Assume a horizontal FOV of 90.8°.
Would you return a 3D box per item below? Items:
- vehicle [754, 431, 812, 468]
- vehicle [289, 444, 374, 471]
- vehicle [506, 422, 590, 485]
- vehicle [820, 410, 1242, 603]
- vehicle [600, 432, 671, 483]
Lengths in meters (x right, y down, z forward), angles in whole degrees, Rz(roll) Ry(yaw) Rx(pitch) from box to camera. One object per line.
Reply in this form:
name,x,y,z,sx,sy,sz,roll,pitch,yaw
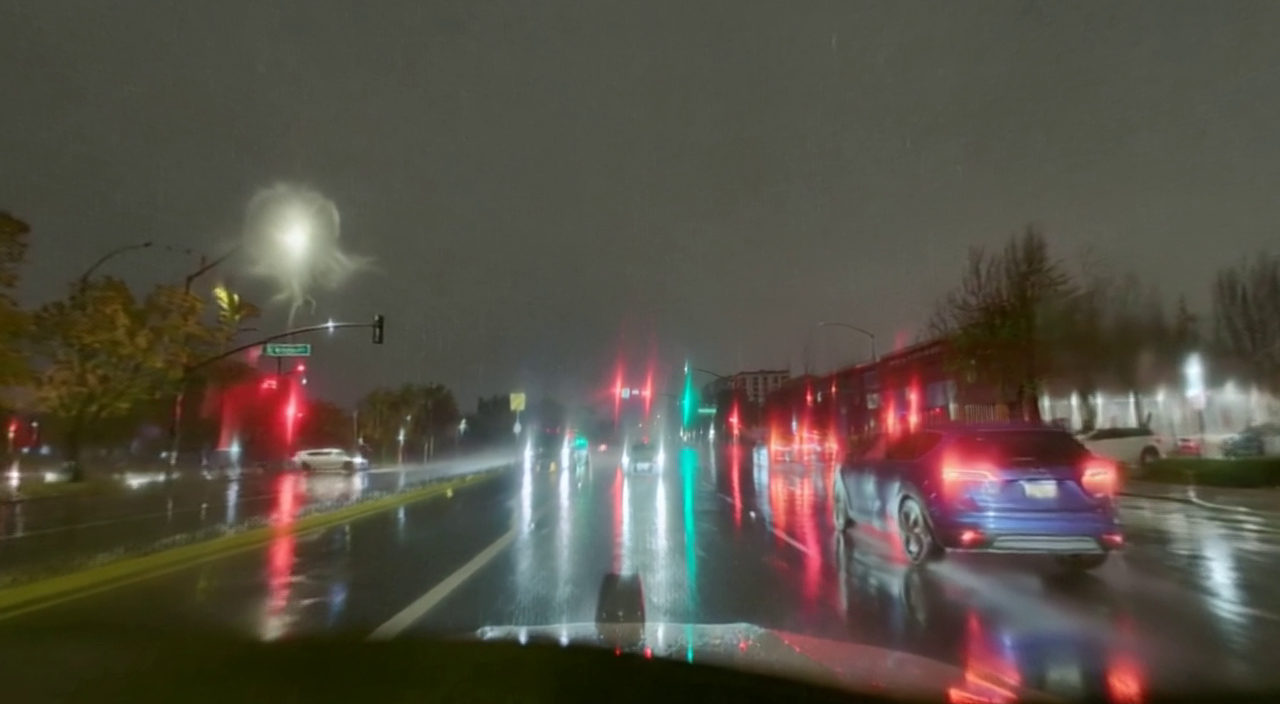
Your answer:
vehicle,7.074,4.868,31.637,1.894,1.693,4.110,0,-8,-1
vehicle,-19.173,6.536,39.299,4.561,1.588,1.832,4,-10,-29
vehicle,-2.870,3.317,20.877,2.064,1.825,4.760,0,-8,0
vehicle,3.668,1.515,7.144,1.861,1.473,4.393,0,-8,-2
vehicle,-0.151,3.400,20.566,2.097,1.480,4.006,0,-8,0
